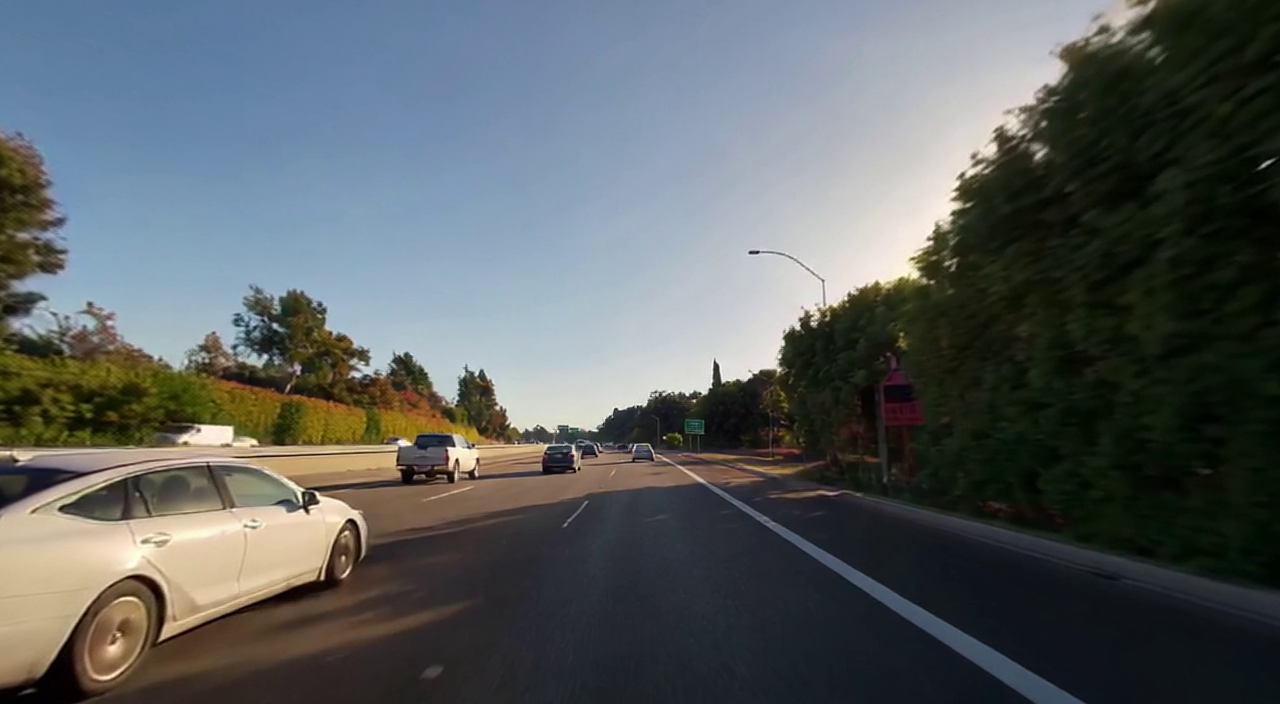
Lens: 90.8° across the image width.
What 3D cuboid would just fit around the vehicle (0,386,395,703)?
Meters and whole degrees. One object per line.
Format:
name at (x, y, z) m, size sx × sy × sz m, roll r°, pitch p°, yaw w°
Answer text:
vehicle at (-3.424, 1.115, 3.893) m, size 2.025 × 1.506 × 4.429 m, roll 0°, pitch -8°, yaw 0°

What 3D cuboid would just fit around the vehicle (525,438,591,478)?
vehicle at (-3.288, 4.335, 26.204) m, size 2.068 × 1.501 × 4.395 m, roll 0°, pitch -8°, yaw 1°

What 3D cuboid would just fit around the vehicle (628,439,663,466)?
vehicle at (0.297, 6.117, 38.574) m, size 2.018 × 1.508 × 4.087 m, roll 0°, pitch -8°, yaw -1°

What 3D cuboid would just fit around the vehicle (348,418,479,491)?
vehicle at (-6.907, 3.216, 20.051) m, size 2.171 × 1.982 × 5.246 m, roll 0°, pitch -8°, yaw 0°
